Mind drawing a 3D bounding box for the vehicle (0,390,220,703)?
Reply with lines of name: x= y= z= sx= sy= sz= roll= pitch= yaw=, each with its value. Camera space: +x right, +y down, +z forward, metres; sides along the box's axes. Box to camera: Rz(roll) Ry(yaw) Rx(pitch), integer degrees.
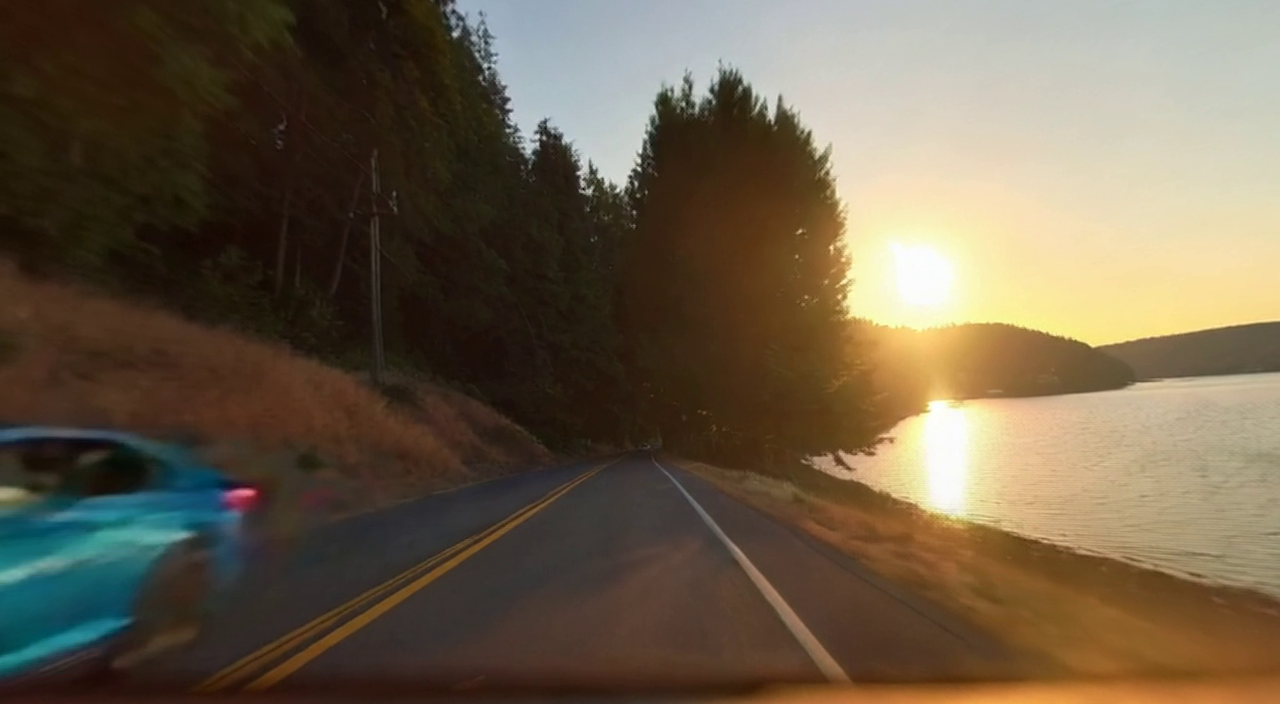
vehicle: x=-4.157 y=0.873 z=2.223 sx=2.179 sy=1.579 sz=4.637 roll=0 pitch=-8 yaw=0
